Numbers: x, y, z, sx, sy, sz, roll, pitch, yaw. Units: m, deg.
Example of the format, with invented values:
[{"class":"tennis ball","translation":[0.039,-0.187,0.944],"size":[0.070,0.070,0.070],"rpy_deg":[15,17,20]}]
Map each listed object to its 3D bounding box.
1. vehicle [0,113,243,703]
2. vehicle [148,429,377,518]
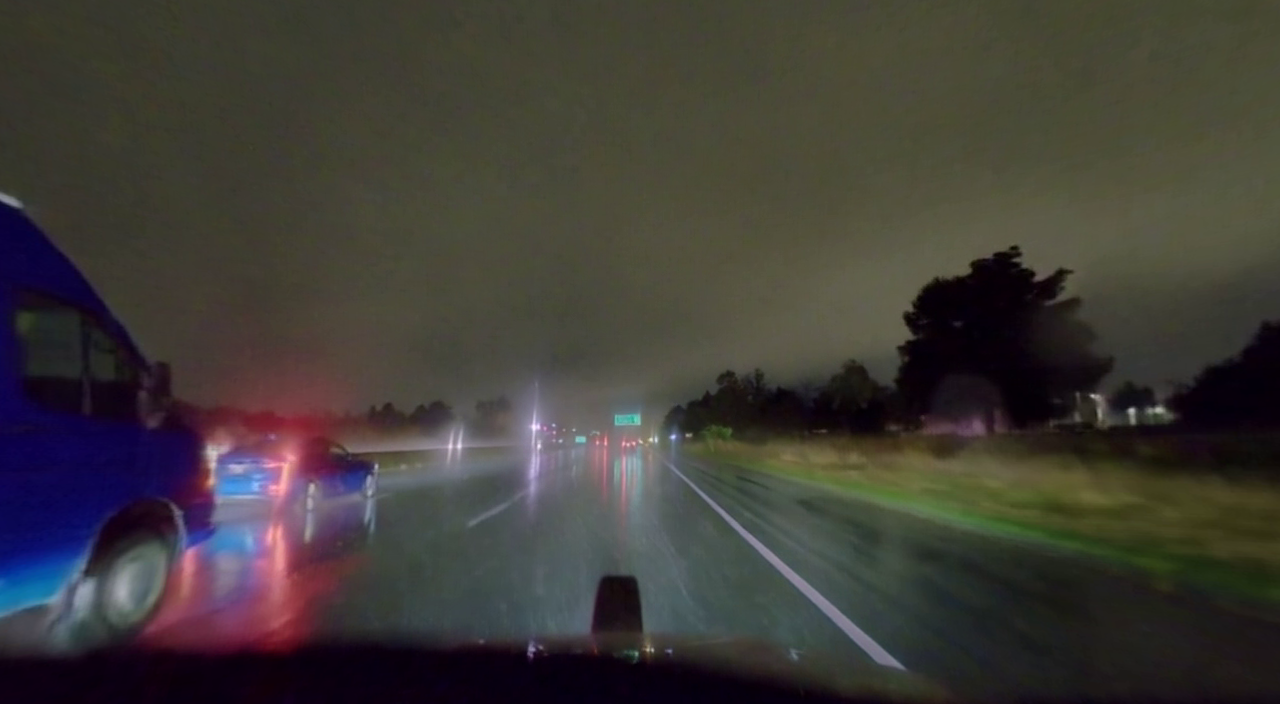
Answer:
[{"class":"vehicle","translation":[-4.204,0.016,0.876],"size":[2.428,2.782,7.330],"rpy_deg":[0,-8,0]},{"class":"vehicle","translation":[-7.192,2.318,12.659],"size":[1.949,1.465,4.318],"rpy_deg":[0,-8,0]}]
